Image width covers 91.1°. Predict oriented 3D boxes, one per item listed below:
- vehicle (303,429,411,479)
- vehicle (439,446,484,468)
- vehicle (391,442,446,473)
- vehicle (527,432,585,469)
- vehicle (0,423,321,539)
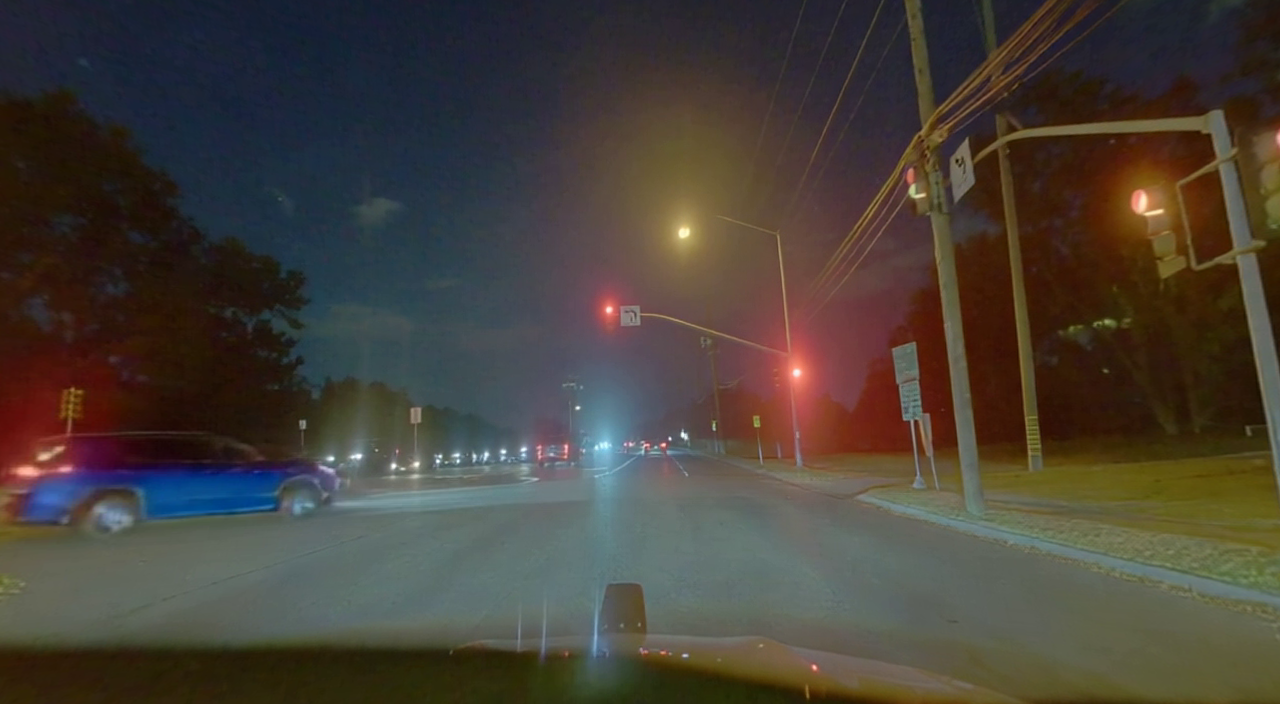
[{"bbox_3d":[-13.105,4.768,29.629,2.350,2.104,5.828,0,-8,1],"label":"vehicle"},{"bbox_3d":[-12.678,7.471,44.908,1.841,1.477,4.485,-1,-8,1],"label":"vehicle"},{"bbox_3d":[-13.210,6.304,37.635,1.772,1.647,4.221,-4,-9,0],"label":"vehicle"},{"bbox_3d":[-4.728,5.623,36.095,2.175,1.957,4.686,-1,-9,7],"label":"vehicle"},{"bbox_3d":[-8.344,2.146,11.000,4.607,1.666,2.051,5,-10,-32],"label":"vehicle"}]
